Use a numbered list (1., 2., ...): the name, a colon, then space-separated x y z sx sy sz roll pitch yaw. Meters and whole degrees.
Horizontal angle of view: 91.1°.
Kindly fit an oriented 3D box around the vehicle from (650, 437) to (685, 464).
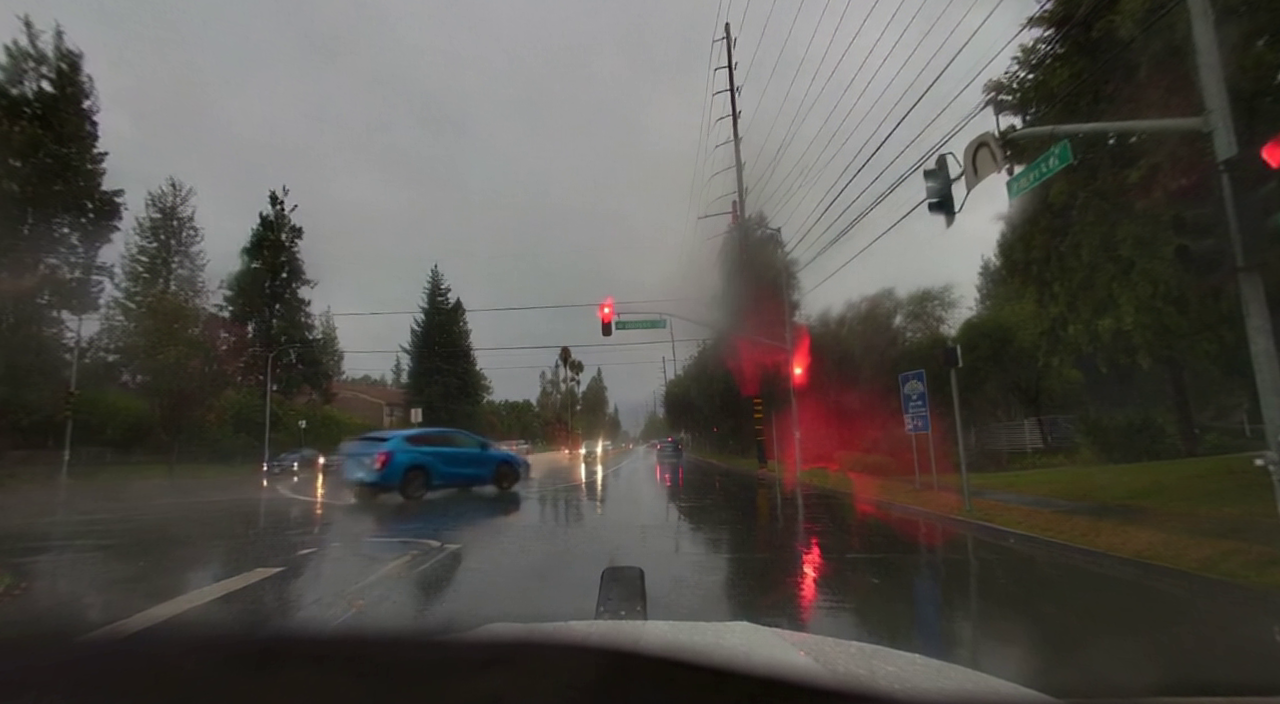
1. vehicle: 1.809 6.673 42.631 2.051 1.666 4.607 0 -8 -1

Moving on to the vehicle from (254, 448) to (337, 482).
1. vehicle: -17.130 5.627 31.430 1.942 1.477 3.957 -4 -9 0

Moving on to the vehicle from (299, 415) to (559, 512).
1. vehicle: -5.030 2.740 15.994 2.137 1.986 5.930 -7 -11 40
